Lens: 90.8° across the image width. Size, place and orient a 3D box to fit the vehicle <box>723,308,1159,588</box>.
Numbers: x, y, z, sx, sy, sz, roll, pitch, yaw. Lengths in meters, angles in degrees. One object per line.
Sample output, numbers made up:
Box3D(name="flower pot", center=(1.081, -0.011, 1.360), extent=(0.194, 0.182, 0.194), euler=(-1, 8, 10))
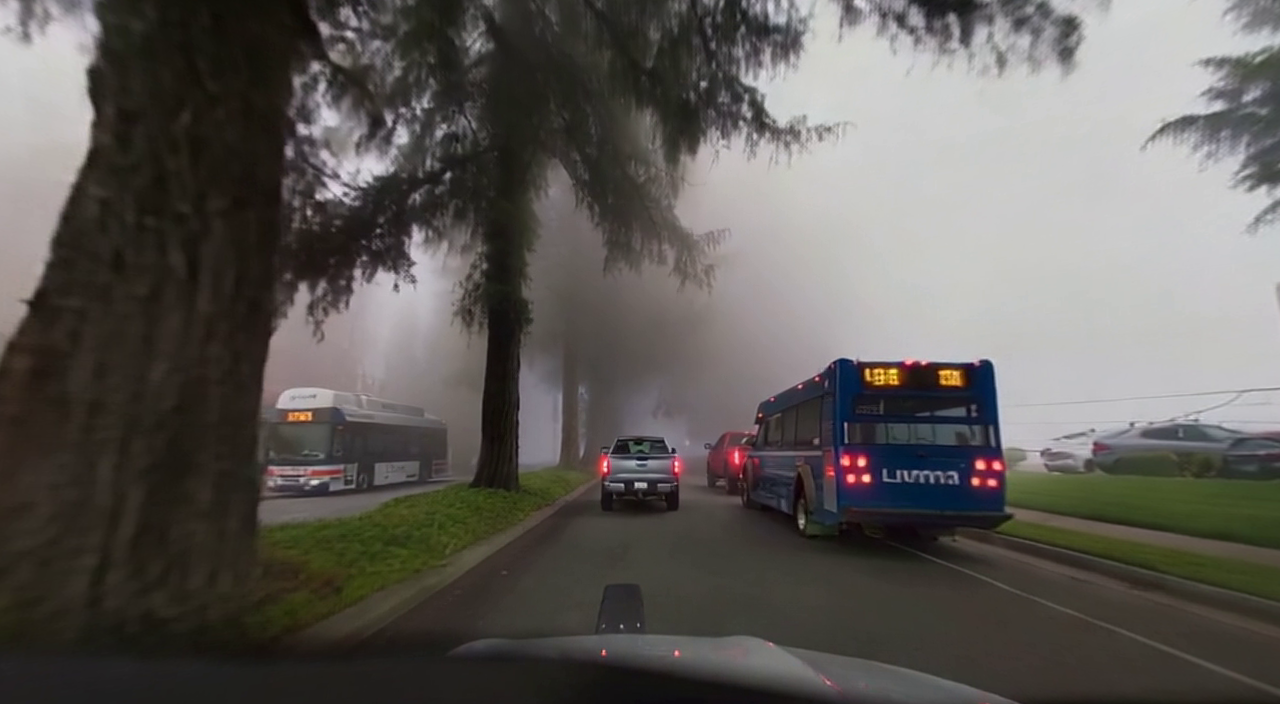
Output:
Box3D(name="vehicle", center=(3.951, 1.795, 12.196), extent=(3.088, 3.057, 10.503), euler=(0, -9, -1))

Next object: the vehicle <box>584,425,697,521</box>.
Box3D(name="vehicle", center=(-0.003, 2.758, 15.032), extent=(2.157, 1.816, 5.804), euler=(0, -9, 0))

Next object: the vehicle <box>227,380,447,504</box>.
Box3D(name="vehicle", center=(-11.816, 3.859, 27.014), extent=(2.996, 4.022, 12.692), euler=(0, -9, 0))
